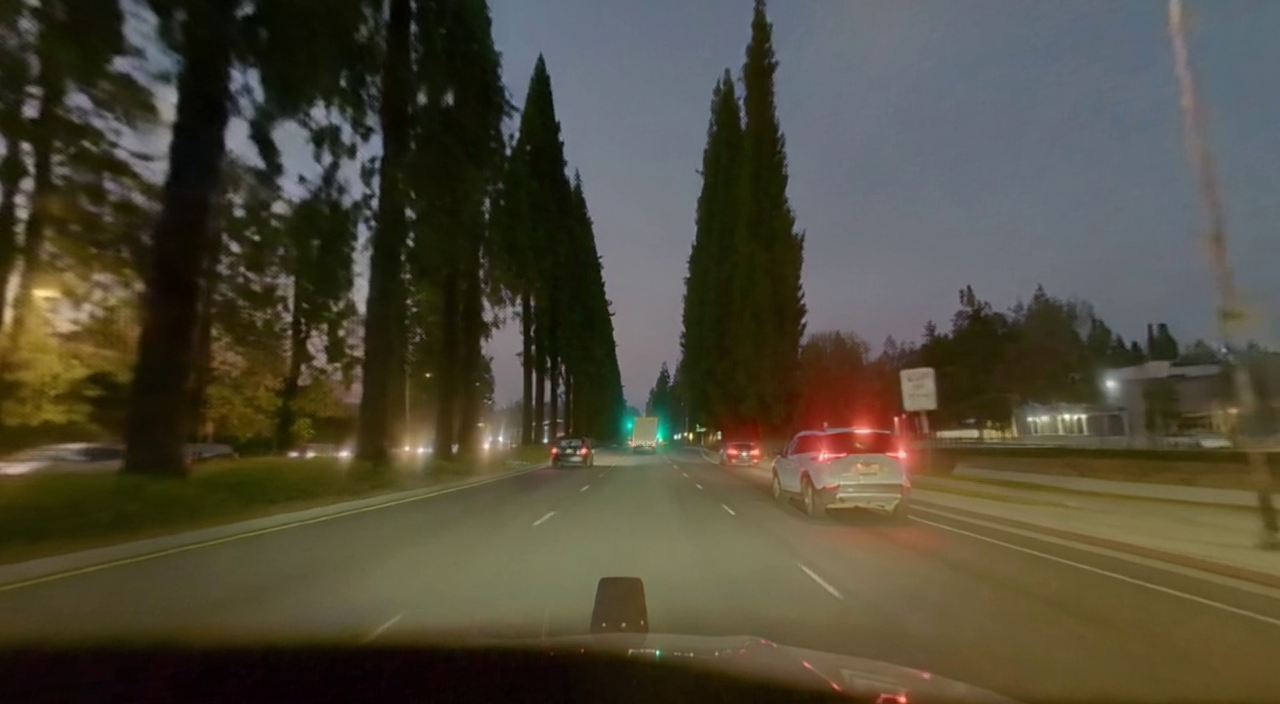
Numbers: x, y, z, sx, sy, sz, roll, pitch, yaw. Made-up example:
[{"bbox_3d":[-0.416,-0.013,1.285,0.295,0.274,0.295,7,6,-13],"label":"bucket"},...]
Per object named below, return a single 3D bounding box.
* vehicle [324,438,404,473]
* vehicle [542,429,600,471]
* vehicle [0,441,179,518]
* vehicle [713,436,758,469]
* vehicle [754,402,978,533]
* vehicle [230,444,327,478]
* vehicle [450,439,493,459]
[{"bbox_3d":[-13.652,5.135,31.464,2.181,1.604,3.944,0,-8,1],"label":"vehicle"},{"bbox_3d":[-3.395,4.971,31.985,2.255,1.940,4.822,0,-8,2],"label":"vehicle"},{"bbox_3d":[-13.826,2.900,14.893,2.142,1.528,4.804,0,-8,1],"label":"vehicle"},{"bbox_3d":[5.531,5.902,37.143,2.280,1.757,4.572,-1,-8,4],"label":"vehicle"},{"bbox_3d":[4.022,2.220,12.752,2.381,2.008,5.971,0,-8,1],"label":"vehicle"},{"bbox_3d":[-17.137,5.150,30.169,1.819,1.470,4.631,0,-8,1],"label":"vehicle"},{"bbox_3d":[-12.828,7.429,48.345,1.897,1.472,4.592,0,-8,2],"label":"vehicle"}]
